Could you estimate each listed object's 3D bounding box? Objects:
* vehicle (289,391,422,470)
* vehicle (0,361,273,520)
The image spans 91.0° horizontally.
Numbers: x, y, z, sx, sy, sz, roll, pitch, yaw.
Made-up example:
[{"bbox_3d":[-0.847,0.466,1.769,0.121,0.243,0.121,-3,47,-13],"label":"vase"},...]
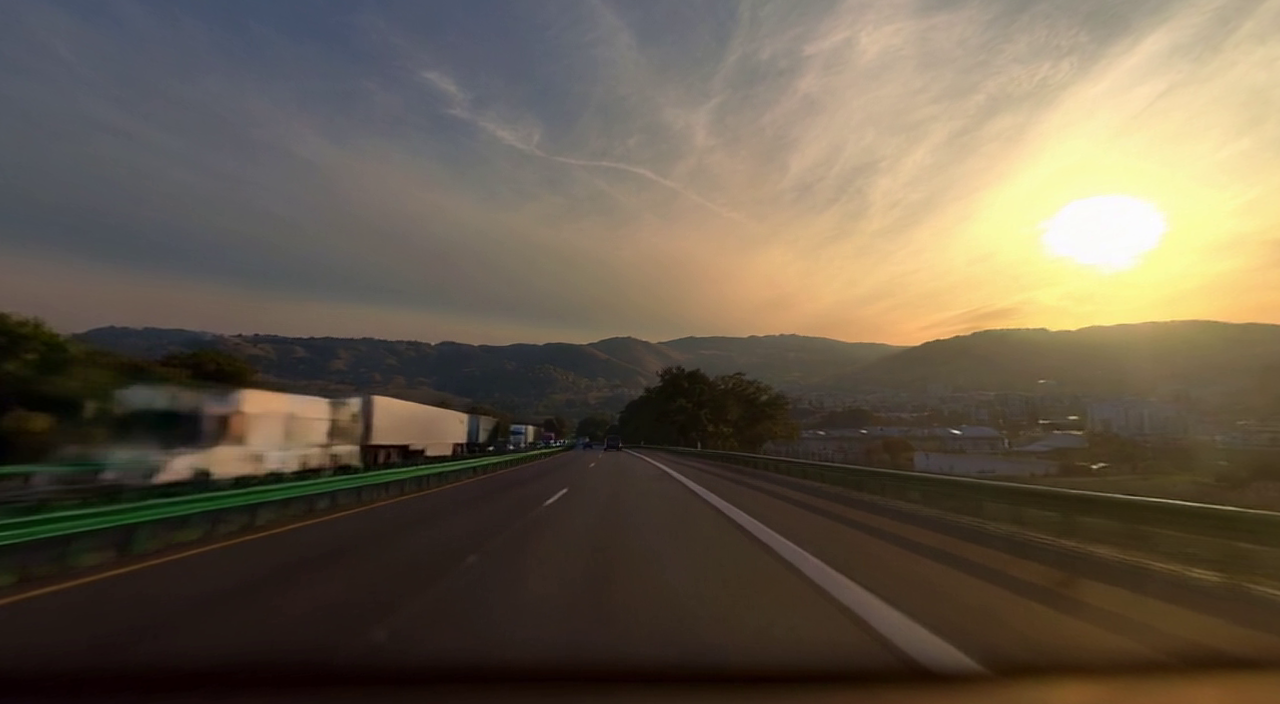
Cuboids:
[{"bbox_3d":[-15.162,4.384,34.641,3.053,3.708,9.501,0,-8,-2],"label":"vehicle"},{"bbox_3d":[-11.550,1.998,14.314,2.498,2.794,6.249,0,-8,1],"label":"vehicle"}]
